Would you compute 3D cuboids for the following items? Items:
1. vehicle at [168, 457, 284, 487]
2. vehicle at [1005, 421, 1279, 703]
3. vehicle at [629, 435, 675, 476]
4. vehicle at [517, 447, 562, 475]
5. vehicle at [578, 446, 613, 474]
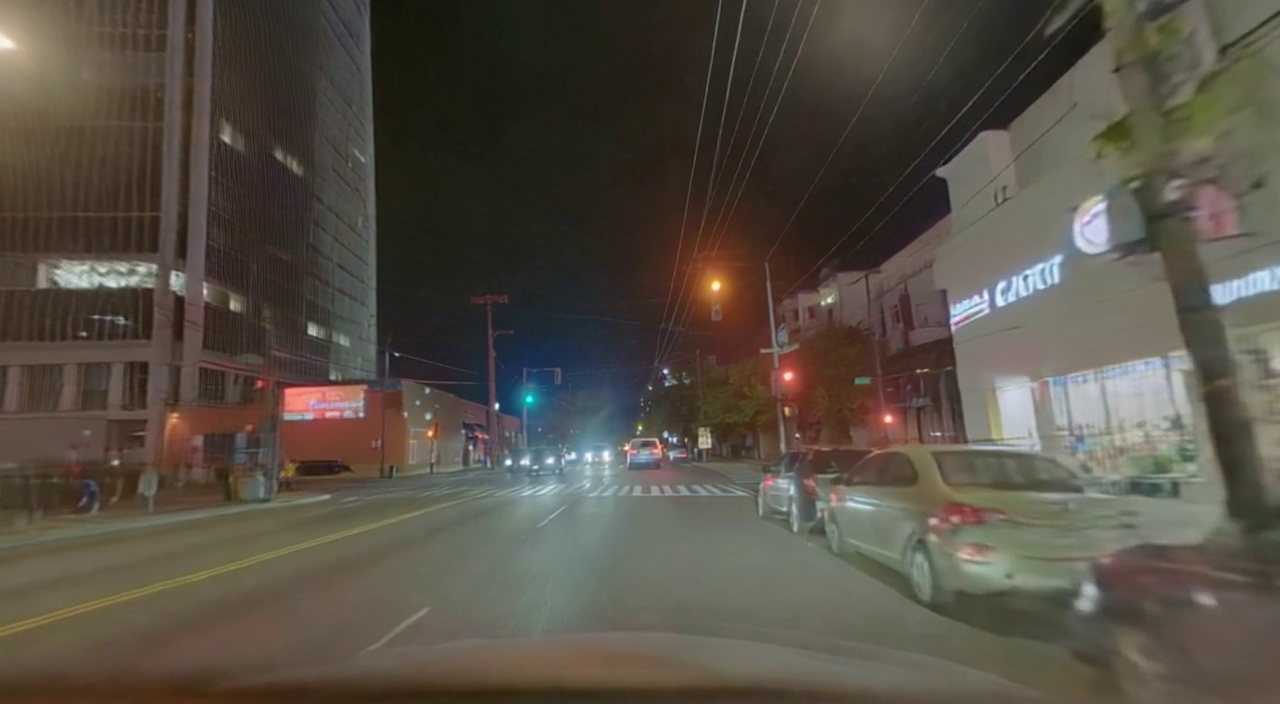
[{"bbox_3d":[-20.904,6.068,32.040,4.477,1.439,1.966,0,-9,1],"label":"vehicle"},{"bbox_3d":[3.319,0.907,1.692,2.018,1.474,4.524,0,-9,1],"label":"vehicle"},{"bbox_3d":[0.628,5.192,31.774,2.127,1.893,4.194,0,-9,2],"label":"vehicle"},{"bbox_3d":[-6.115,6.686,39.018,2.089,1.578,4.571,0,-9,-1],"label":"vehicle"},{"bbox_3d":[-2.839,6.951,41.005,2.026,1.616,4.109,1,-8,-1],"label":"vehicle"}]
